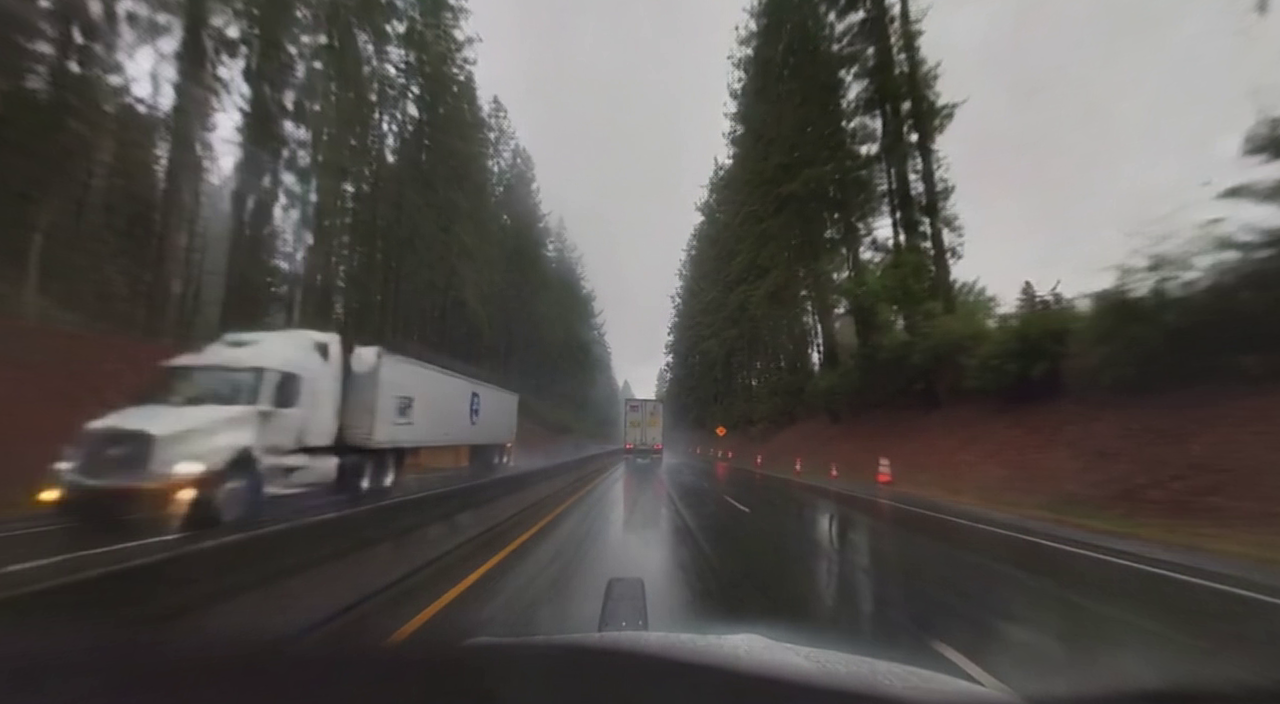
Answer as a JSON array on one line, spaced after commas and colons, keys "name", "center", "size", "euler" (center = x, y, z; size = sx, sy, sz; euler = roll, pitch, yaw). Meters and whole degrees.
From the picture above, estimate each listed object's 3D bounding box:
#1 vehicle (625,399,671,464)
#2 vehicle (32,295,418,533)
[{"name": "vehicle", "center": [0.376, 5.870, 45.597], "size": [2.935, 4.068, 11.036], "euler": [0, -8, -1]}, {"name": "vehicle", "center": [-8.492, 1.656, 15.081], "size": [3.025, 4.018, 8.862], "euler": [0, -8, 1]}]
